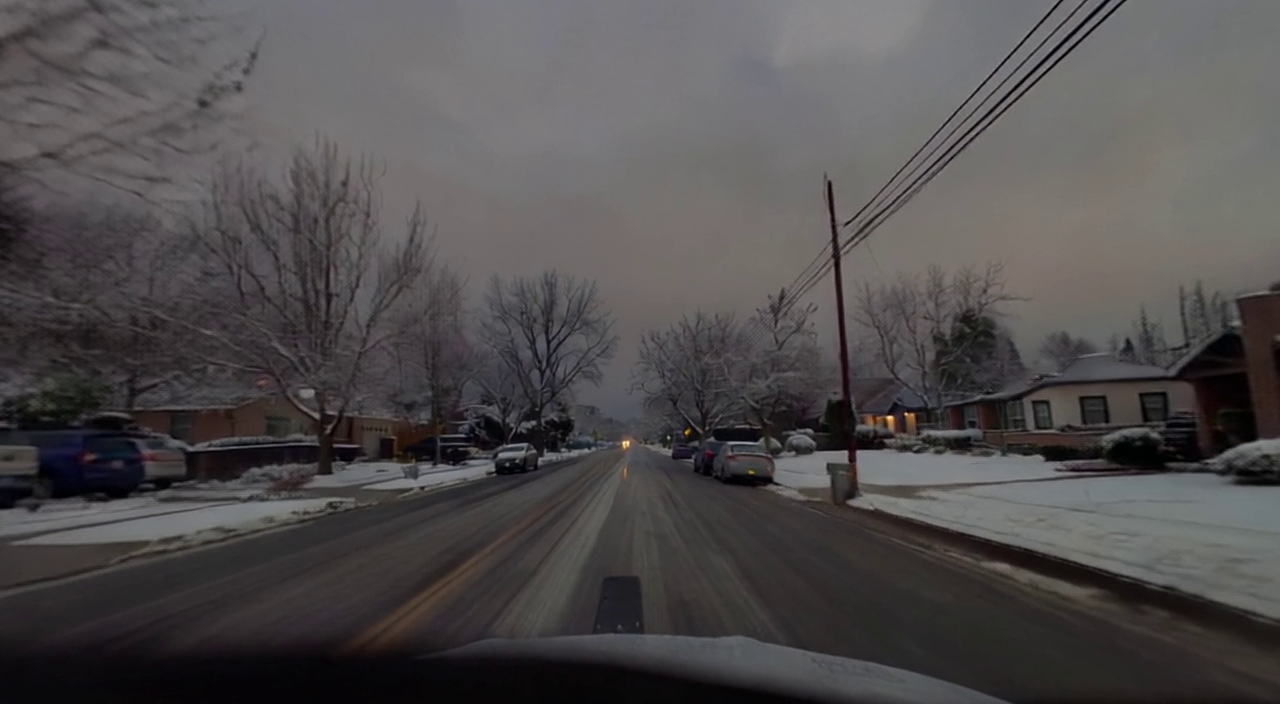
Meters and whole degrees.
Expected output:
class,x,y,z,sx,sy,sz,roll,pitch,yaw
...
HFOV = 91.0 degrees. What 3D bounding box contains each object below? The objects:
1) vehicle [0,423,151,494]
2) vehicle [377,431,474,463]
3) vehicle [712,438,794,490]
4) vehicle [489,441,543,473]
class,x,y,z,sx,sy,sz,roll,pitch,yaw
vehicle,-15.509,2.691,16.013,4.369,1.671,1.990,0,-8,-3
vehicle,-14.347,6.385,42.337,5.681,2.094,2.344,0,-8,1
vehicle,3.707,3.748,21.494,1.917,1.569,4.460,0,-8,-1
vehicle,-6.531,5.556,33.687,1.985,1.497,4.655,-2,-8,-1
